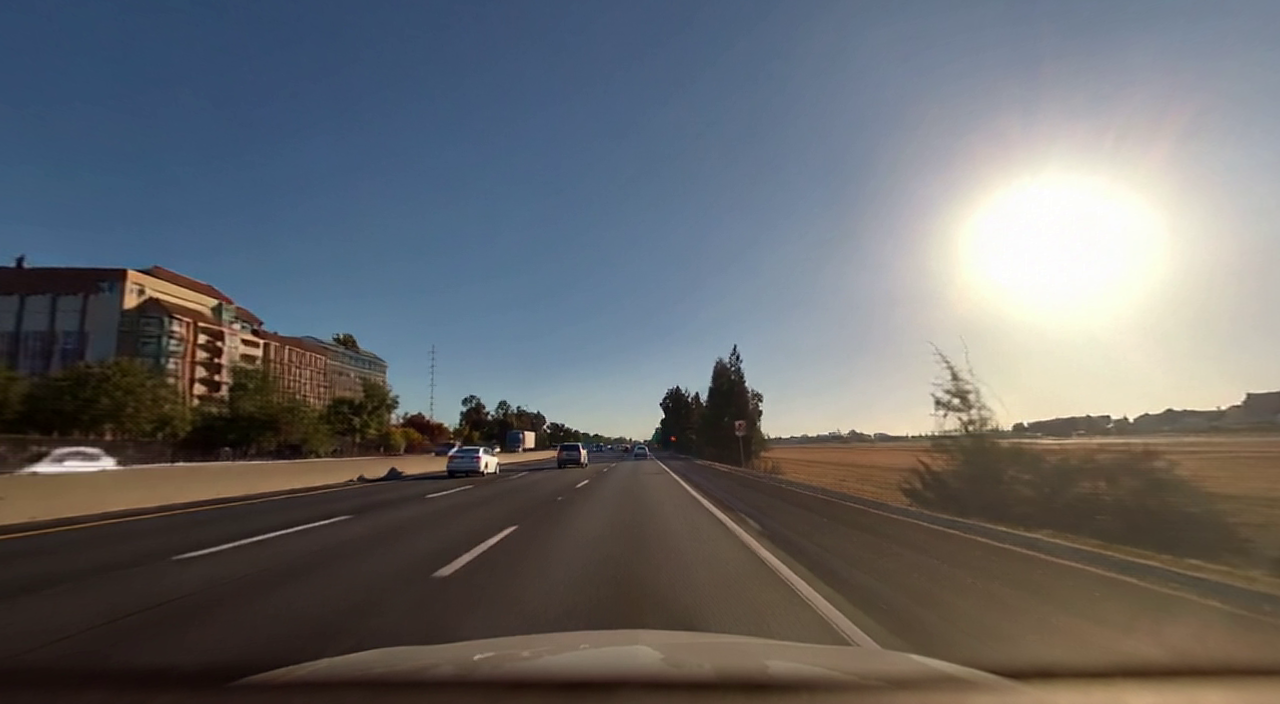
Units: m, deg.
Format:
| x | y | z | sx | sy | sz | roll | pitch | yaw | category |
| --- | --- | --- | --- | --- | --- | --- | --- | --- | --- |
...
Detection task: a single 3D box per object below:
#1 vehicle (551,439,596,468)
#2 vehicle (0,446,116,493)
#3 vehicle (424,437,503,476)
| x | y | z | sx | sy | sz | roll | pitch | yaw | category |
| --- | --- | --- | --- | --- | --- | --- | --- | --- | --- |
| -3.901 | 6.104 | 37.959 | 2.083 | 1.588 | 4.801 | 0 | -8 | 1 | vehicle |
| -22.404 | 4.275 | 23.291 | 1.966 | 1.559 | 4.660 | 0 | -8 | 1 | vehicle |
| -7.529 | 4.522 | 27.378 | 2.034 | 1.523 | 4.627 | 0 | -8 | 1 | vehicle |
